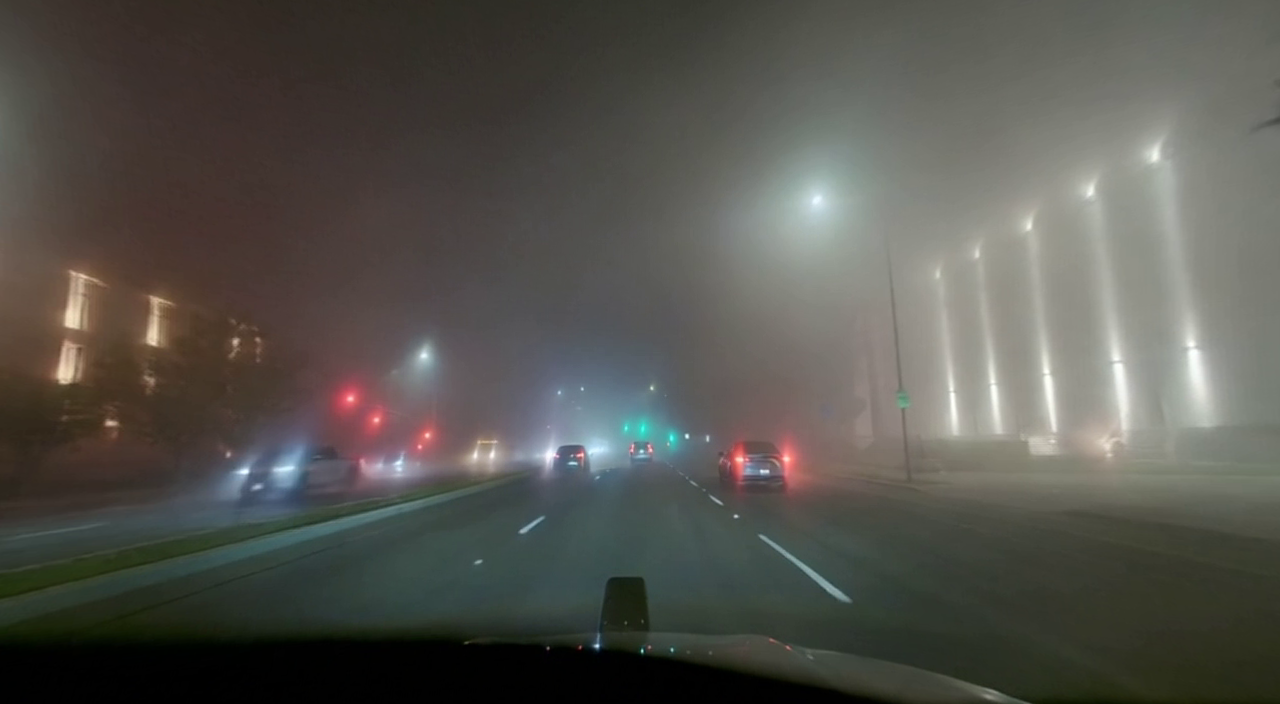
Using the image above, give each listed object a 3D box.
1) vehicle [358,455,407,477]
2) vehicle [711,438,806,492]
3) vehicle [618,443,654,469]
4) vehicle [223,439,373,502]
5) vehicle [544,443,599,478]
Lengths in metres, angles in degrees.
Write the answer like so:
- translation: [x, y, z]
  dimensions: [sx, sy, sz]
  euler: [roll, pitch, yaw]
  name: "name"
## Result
- translation: [-18.967, 8.402, 46.572]
  dimensions: [1.924, 1.493, 4.006]
  euler: [0, -8, 0]
  name: "vehicle"
- translation: [3.552, 3.474, 19.781]
  dimensions: [1.990, 1.486, 4.431]
  euler: [0, -8, -1]
  name: "vehicle"
- translation: [-0.265, 6.415, 39.147]
  dimensions: [2.101, 1.480, 3.929]
  euler: [0, -8, -1]
  name: "vehicle"
- translation: [-12.394, 4.296, 23.494]
  dimensions: [2.296, 1.941, 5.816]
  euler: [-2, -8, 0]
  name: "vehicle"
- translation: [-3.118, 5.070, 29.722]
  dimensions: [2.082, 1.467, 4.379]
  euler: [-1, -8, 0]
  name: "vehicle"
